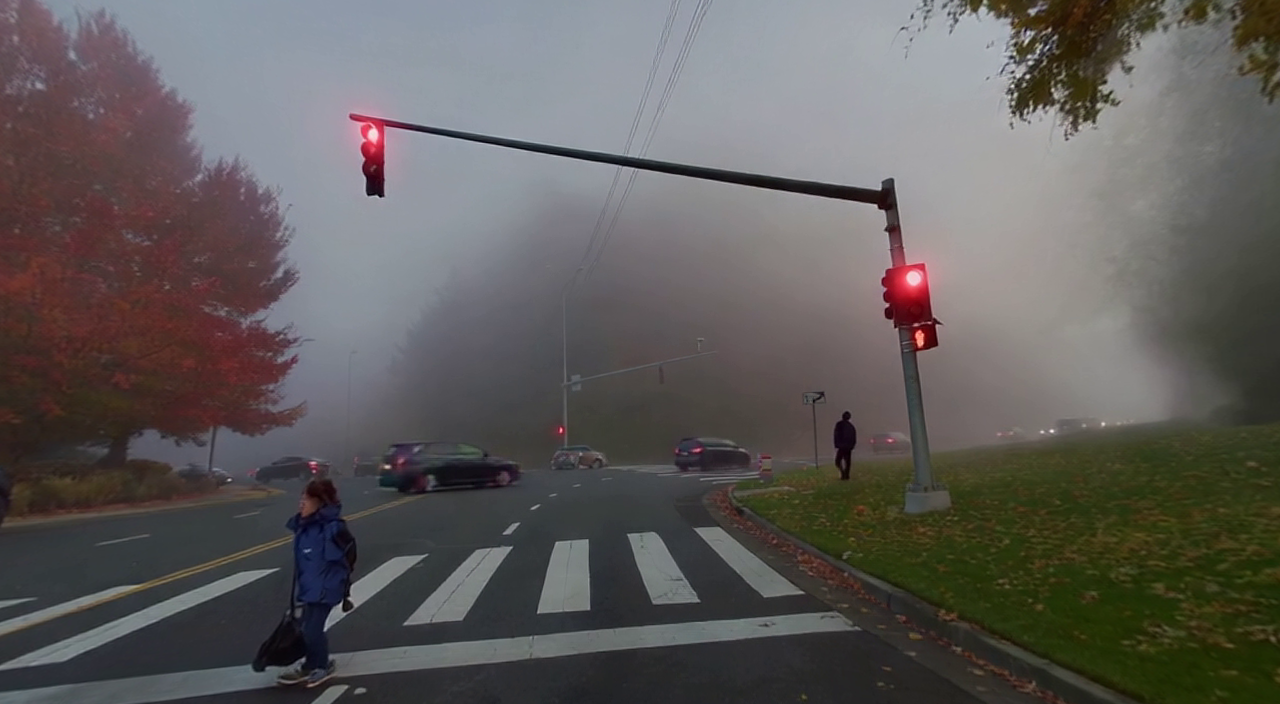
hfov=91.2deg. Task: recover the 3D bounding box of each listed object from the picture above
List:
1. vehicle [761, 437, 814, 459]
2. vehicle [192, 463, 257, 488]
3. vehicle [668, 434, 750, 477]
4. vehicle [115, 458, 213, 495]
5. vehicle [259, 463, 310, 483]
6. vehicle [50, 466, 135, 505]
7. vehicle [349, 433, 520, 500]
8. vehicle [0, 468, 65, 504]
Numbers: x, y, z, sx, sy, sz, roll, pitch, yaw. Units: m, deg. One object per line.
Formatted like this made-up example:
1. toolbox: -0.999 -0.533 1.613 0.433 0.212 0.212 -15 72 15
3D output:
1. vehicle: 11.757 7.626 49.682 1.979 1.659 4.907 -8 -11 39
2. vehicle: -28.533 8.474 43.173 1.768 1.465 3.972 0 -9 -1
3. vehicle: 3.448 5.040 30.796 1.942 1.920 4.263 -8 -11 39
4. vehicle: -27.825 7.261 36.891 2.064 1.913 5.081 0 -9 -4
5. vehicle: -28.133 9.580 49.743 1.776 1.452 3.920 0 -9 0
6. vehicle: -25.416 6.160 29.258 1.694 1.528 4.225 3 -9 -23
7. vehicle: -6.391 3.583 20.053 2.036 1.849 4.811 -7 -11 38
8. vehicle: -30.327 6.455 30.346 1.800 1.520 3.968 2 -9 -14
